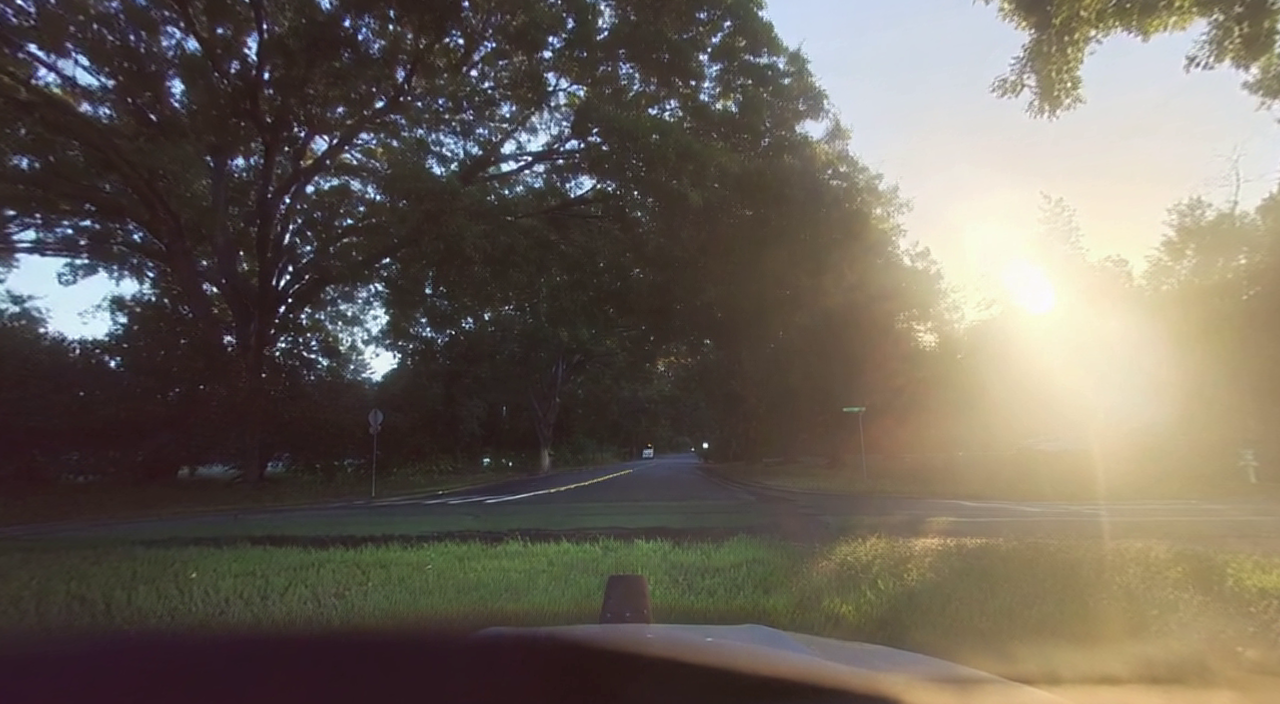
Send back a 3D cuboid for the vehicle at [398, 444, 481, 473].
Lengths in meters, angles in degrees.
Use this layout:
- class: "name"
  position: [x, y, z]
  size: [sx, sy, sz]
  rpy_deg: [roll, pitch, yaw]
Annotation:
- class: "vehicle"
  position: [-12.678, 6.747, 40.063]
  size: [4.590, 1.735, 1.973]
  rpy_deg: [-1, -9, 3]
